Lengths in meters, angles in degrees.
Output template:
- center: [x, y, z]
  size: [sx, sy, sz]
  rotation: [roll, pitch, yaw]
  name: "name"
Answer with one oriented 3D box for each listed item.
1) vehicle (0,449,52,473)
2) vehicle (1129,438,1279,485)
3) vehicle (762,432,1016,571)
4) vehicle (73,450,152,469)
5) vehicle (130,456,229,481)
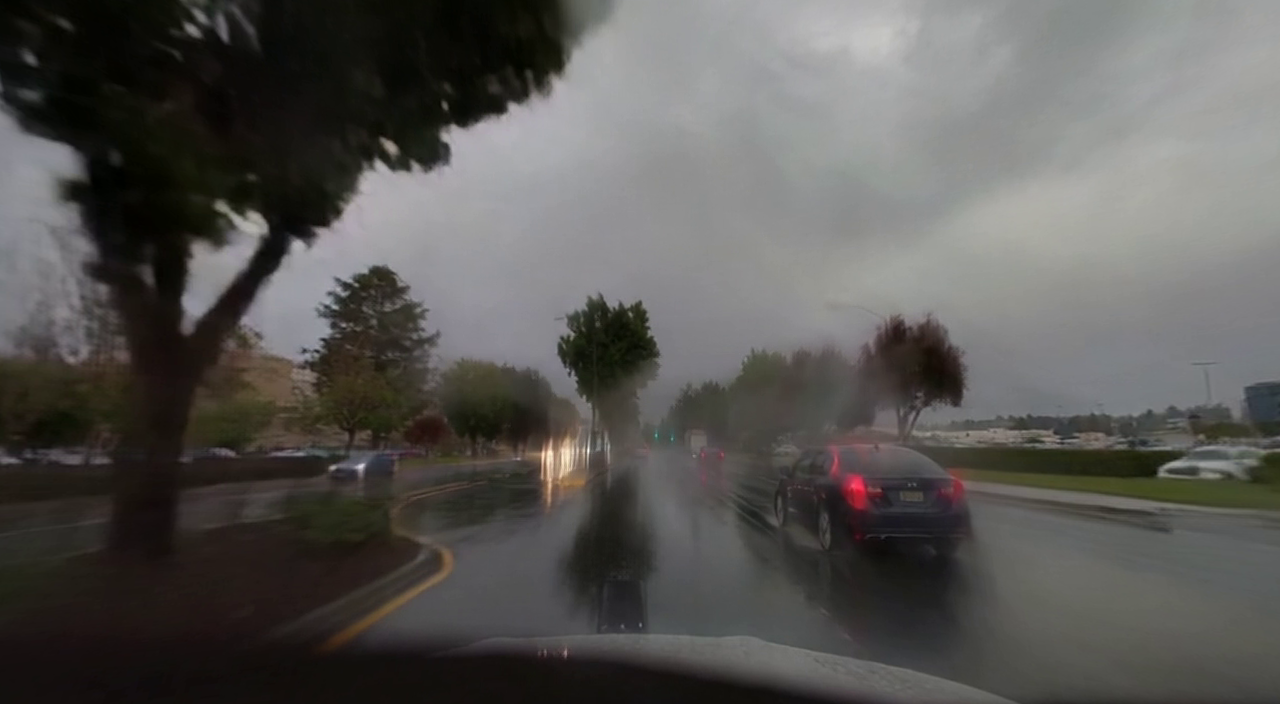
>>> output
- center: [-42.400, 7.259, 41.844]
  size: [4.363, 1.505, 1.984]
  rotation: [0, -9, 0]
  name: "vehicle"
- center: [19.913, 3.750, 21.678]
  size: [4.255, 1.537, 2.037]
  rotation: [0, -9, 1]
  name: "vehicle"
- center: [3.164, 1.976, 9.145]
  size: [1.935, 1.501, 4.384]
  rotation: [0, -9, 0]
  name: "vehicle"
- center: [-41.731, 8.500, 49.731]
  size: [4.434, 1.472, 1.915]
  rotation: [0, -9, 0]
  name: "vehicle"
- center: [-29.244, 7.376, 39.947]
  size: [4.707, 1.474, 1.964]
  rotation: [0, -9, 1]
  name: "vehicle"
